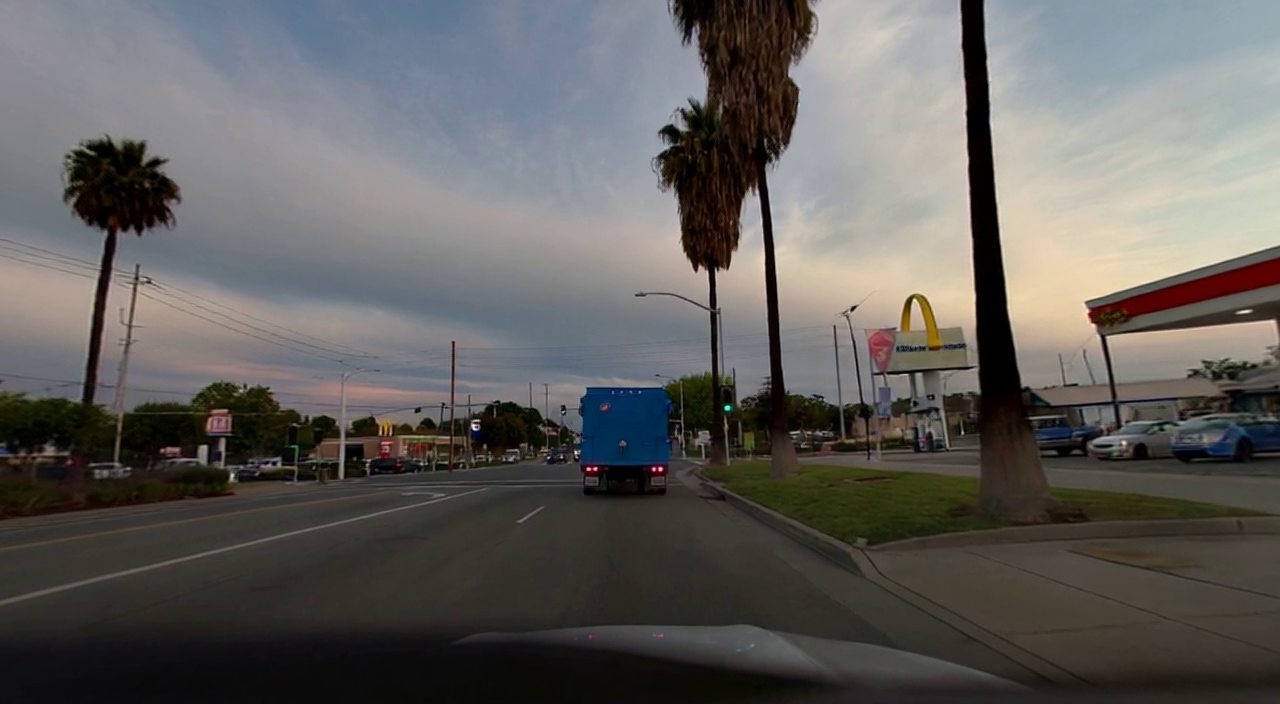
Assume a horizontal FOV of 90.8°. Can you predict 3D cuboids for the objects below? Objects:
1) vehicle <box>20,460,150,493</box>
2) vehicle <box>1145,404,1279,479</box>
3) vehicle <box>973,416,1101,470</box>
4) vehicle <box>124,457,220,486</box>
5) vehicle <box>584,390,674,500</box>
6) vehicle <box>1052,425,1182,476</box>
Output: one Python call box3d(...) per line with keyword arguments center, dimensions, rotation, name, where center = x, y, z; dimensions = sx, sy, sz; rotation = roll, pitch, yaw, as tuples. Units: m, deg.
box3d(center=(-27.809, 6.219, 31.896), dimensions=(4.493, 1.453, 1.912), rotation=(4, -9, -27), name="vehicle")
box3d(center=(15.709, 2.328, 16.769), dimensions=(4.472, 1.730, 1.939), rotation=(2, -10, -31), name="vehicle")
box3d(center=(15.885, 3.647, 25.226), dimensions=(5.078, 1.937, 2.326), rotation=(6, -10, -34), name="vehicle")
box3d(center=(-27.954, 7.143, 37.931), dimensions=(4.303, 1.567, 2.021), rotation=(5, -10, -29), name="vehicle")
box3d(center=(-0.246, 2.965, 20.347), dimensions=(2.463, 2.954, 5.938), rotation=(0, -8, 1), name="vehicle")
box3d(center=(15.222, 3.120, 20.110), dimensions=(4.105, 1.433, 1.931), rotation=(6, -10, -33), name="vehicle")
